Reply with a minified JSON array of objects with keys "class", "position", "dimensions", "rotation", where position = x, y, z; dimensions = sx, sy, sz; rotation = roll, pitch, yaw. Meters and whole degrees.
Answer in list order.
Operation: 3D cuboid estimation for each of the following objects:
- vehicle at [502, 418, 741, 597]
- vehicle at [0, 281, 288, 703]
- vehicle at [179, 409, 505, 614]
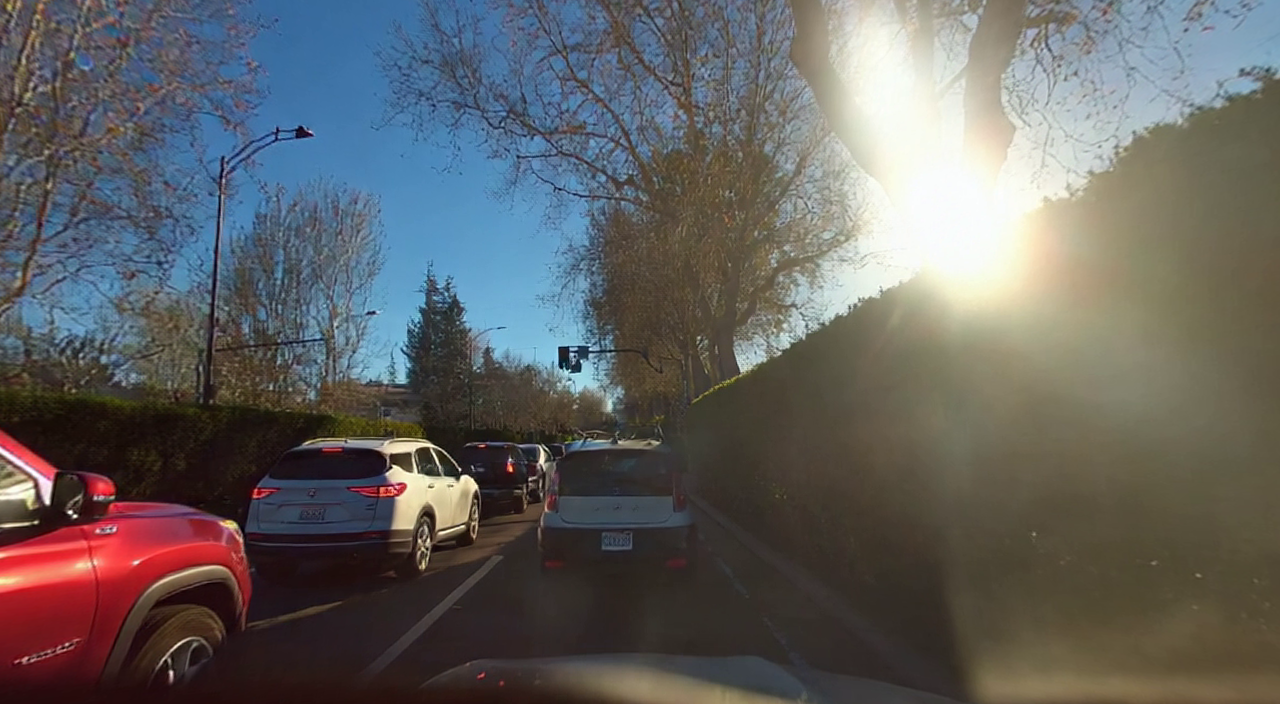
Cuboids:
[{"class":"vehicle","position":[-0.201,1.721,7.728],"dimensions":[2.154,1.581,4.007],"rotation":[0,-9,-1]},{"class":"vehicle","position":[-3.282,0.676,1.267],"dimensions":[2.205,1.913,5.327],"rotation":[-6,-8,-2]},{"class":"vehicle","position":[-3.407,1.861,8.321],"dimensions":[2.256,1.728,4.421],"rotation":[-6,-8,-2]}]
